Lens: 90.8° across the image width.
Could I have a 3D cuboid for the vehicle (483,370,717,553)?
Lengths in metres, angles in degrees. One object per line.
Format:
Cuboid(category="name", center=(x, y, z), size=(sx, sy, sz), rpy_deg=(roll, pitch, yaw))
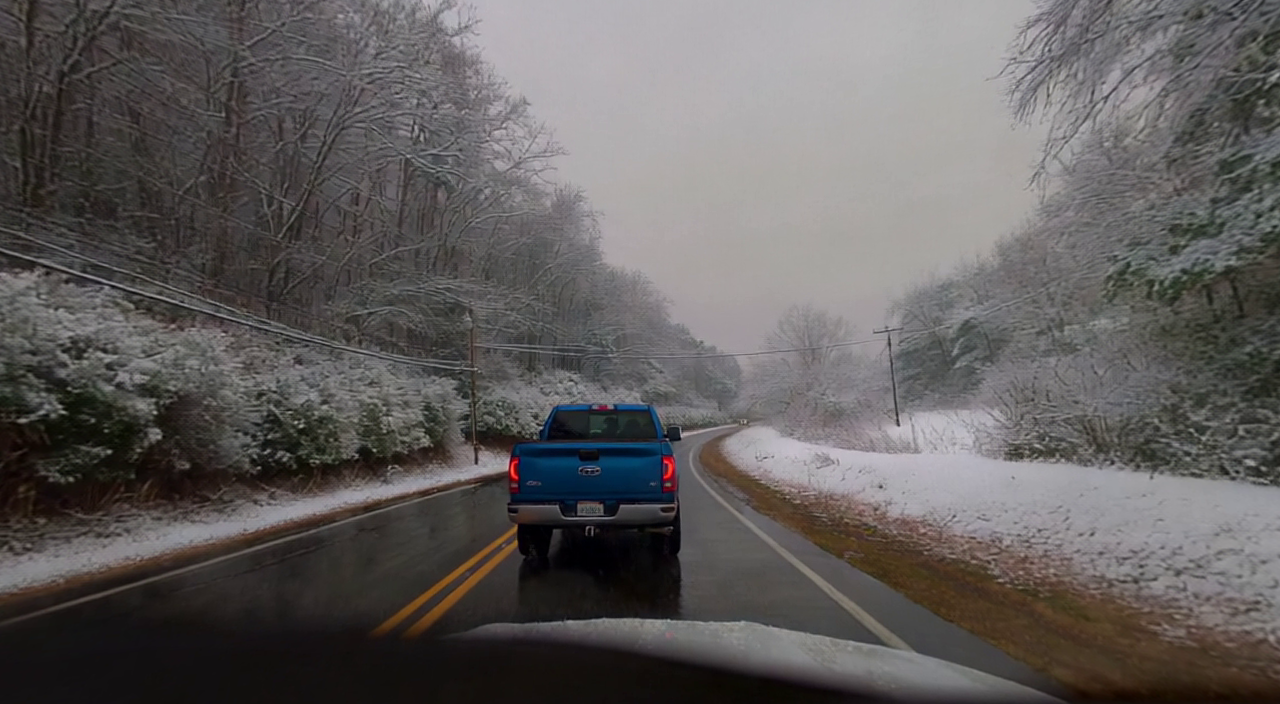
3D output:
Cuboid(category="vehicle", center=(-0.532, 1.758, 10.729), size=(2.837, 2.223, 5.885), rpy_deg=(0, -8, -1))
